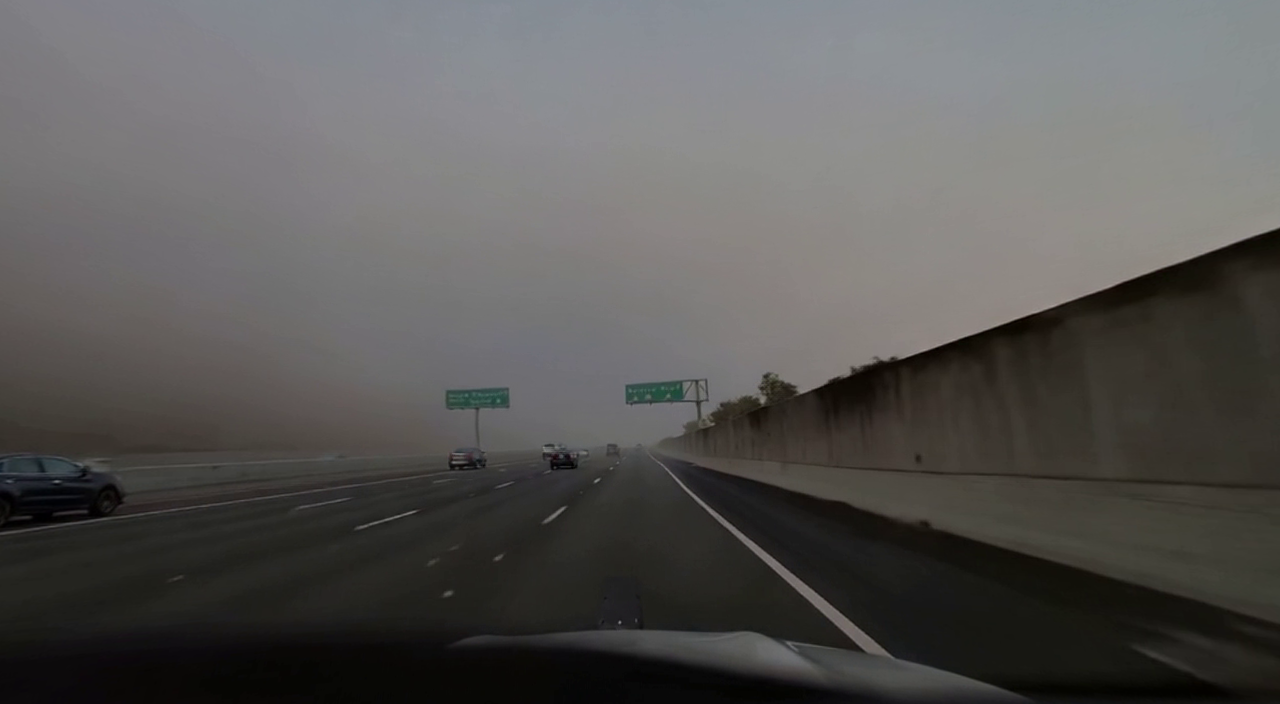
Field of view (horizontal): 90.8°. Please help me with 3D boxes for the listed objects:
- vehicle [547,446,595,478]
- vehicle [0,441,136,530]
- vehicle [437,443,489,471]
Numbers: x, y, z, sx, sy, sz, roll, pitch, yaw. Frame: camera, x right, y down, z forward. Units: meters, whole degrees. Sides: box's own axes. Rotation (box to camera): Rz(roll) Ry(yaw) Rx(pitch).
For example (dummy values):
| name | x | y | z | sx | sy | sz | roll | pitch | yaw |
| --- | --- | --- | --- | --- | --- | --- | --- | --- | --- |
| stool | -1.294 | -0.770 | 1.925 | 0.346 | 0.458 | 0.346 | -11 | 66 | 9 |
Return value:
| name | x | y | z | sx | sy | sz | roll | pitch | yaw |
| --- | --- | --- | --- | --- | --- | --- | --- | --- | --- |
| vehicle | -3.455 | 5.616 | 32.357 | 1.931 | 1.492 | 4.076 | -1 | -9 | 1 |
| vehicle | -12.889 | 2.599 | 12.451 | 2.035 | 1.630 | 4.527 | -1 | -9 | 1 |
| vehicle | -12.002 | 7.197 | 43.260 | 2.076 | 1.766 | 4.831 | -1 | -9 | 1 |
